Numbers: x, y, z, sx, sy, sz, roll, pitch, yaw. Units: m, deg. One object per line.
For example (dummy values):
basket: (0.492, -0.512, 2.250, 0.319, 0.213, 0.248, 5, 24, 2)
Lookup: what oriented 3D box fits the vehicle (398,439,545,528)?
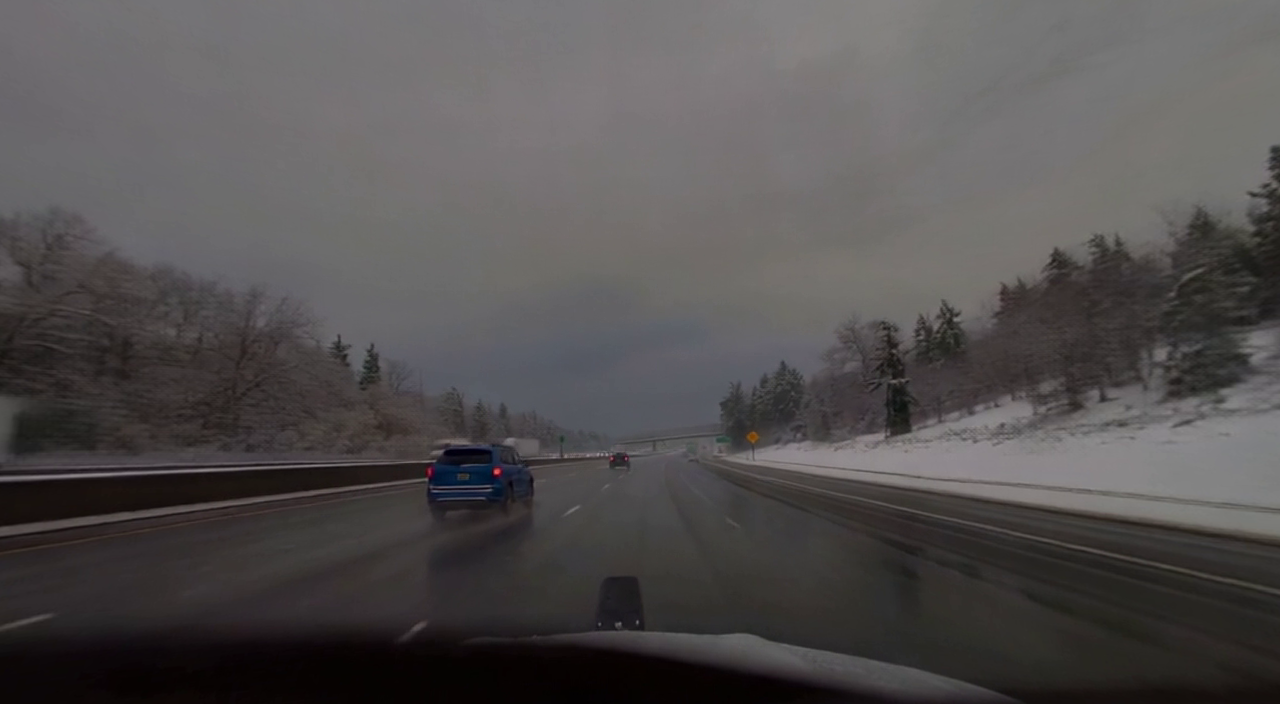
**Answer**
vehicle: (-3.457, 2.771, 13.886, 2.016, 1.623, 4.126, 0, -9, 1)
